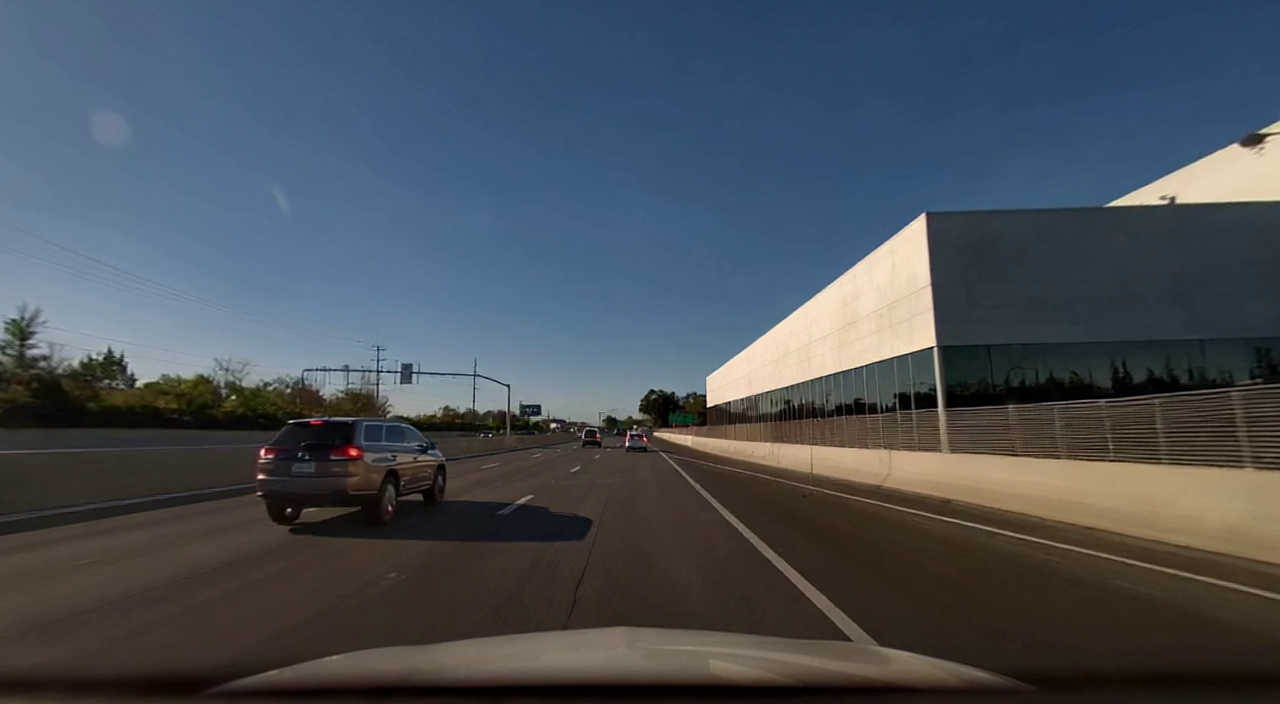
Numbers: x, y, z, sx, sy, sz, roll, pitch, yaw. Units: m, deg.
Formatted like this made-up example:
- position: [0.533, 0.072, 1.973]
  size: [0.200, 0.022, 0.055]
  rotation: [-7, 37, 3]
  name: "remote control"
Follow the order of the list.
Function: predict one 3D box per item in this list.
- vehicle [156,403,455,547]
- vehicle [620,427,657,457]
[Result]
- position: [-4.462, 1.694, 9.427]
  size: [2.036, 1.612, 4.510]
  rotation: [0, -8, -1]
  name: "vehicle"
- position: [-0.117, 5.300, 37.093]
  size: [2.036, 1.637, 4.009]
  rotation: [0, -8, -1]
  name: "vehicle"
